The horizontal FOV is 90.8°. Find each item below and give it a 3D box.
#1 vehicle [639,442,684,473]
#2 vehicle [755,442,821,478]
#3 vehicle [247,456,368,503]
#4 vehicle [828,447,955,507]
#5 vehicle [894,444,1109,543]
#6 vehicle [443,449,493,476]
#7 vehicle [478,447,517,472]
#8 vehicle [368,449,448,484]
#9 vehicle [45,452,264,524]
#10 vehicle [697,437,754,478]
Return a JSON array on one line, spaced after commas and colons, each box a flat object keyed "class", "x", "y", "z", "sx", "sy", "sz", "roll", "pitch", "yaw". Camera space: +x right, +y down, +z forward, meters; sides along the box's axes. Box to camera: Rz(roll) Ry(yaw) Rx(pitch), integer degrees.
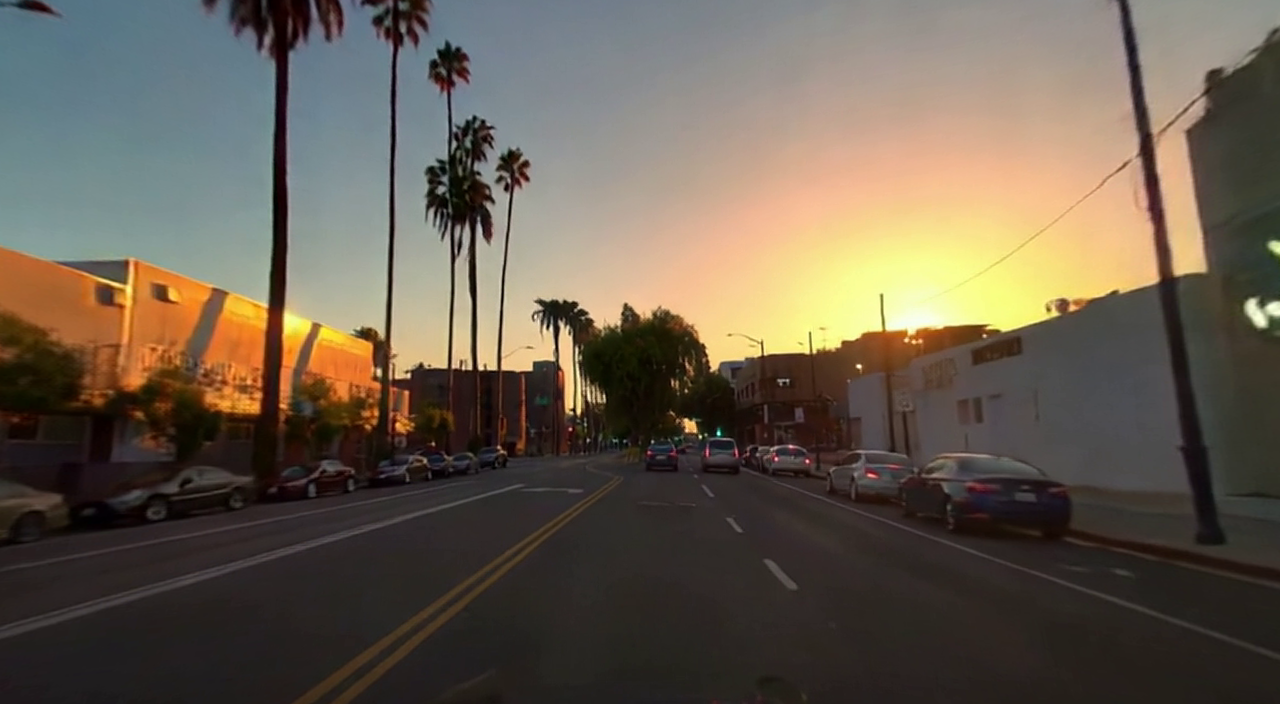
[{"class": "vehicle", "x": 1.066, "y": 5.192, "z": 31.338, "sx": 2.088, "sy": 1.452, "sz": 3.993, "roll": 0, "pitch": -8, "yaw": 2}, {"class": "vehicle", "x": 7.398, "y": 5.429, "z": 32.122, "sx": 2.174, "sy": 1.643, "sz": 4.860, "roll": 0, "pitch": -8, "yaw": 0}, {"class": "vehicle", "x": -12.017, "y": 4.600, "z": 23.256, "sx": 1.949, "sy": 1.470, "sz": 4.532, "roll": 0, "pitch": -8, "yaw": 0}, {"class": "vehicle", "x": 7.088, "y": 3.524, "z": 18.377, "sx": 1.932, "sy": 1.464, "sz": 4.475, "roll": 0, "pitch": -8, "yaw": 1}, {"class": "vehicle", "x": 6.695, "y": 2.597, "z": 12.370, "sx": 1.914, "sy": 1.560, "sz": 4.278, "roll": -1, "pitch": -8, "yaw": 4}, {"class": "vehicle", "x": -11.024, "y": 7.183, "z": 40.847, "sx": 1.978, "sy": 1.501, "sz": 4.355, "roll": -3, "pitch": -11, "yaw": 1}, {"class": "vehicle", "x": -10.853, "y": 8.260, "z": 48.343, "sx": 1.949, "sy": 1.682, "sz": 4.094, "roll": -3, "pitch": -11, "yaw": 2}, {"class": "vehicle", "x": -11.465, "y": 5.779, "z": 31.564, "sx": 2.188, "sy": 1.490, "sz": 4.511, "roll": -3, "pitch": -12, "yaw": 2}, {"class": "vehicle", "x": -12.330, "y": 3.542, "z": 16.585, "sx": 1.933, "sy": 1.502, "sz": 4.649, "roll": -3, "pitch": -12, "yaw": 2}, {"class": "vehicle", "x": 3.756, "y": 4.701, "z": 28.496, "sx": 2.003, "sy": 1.702, "sz": 4.288, "roll": 0, "pitch": -8, "yaw": 1}]
